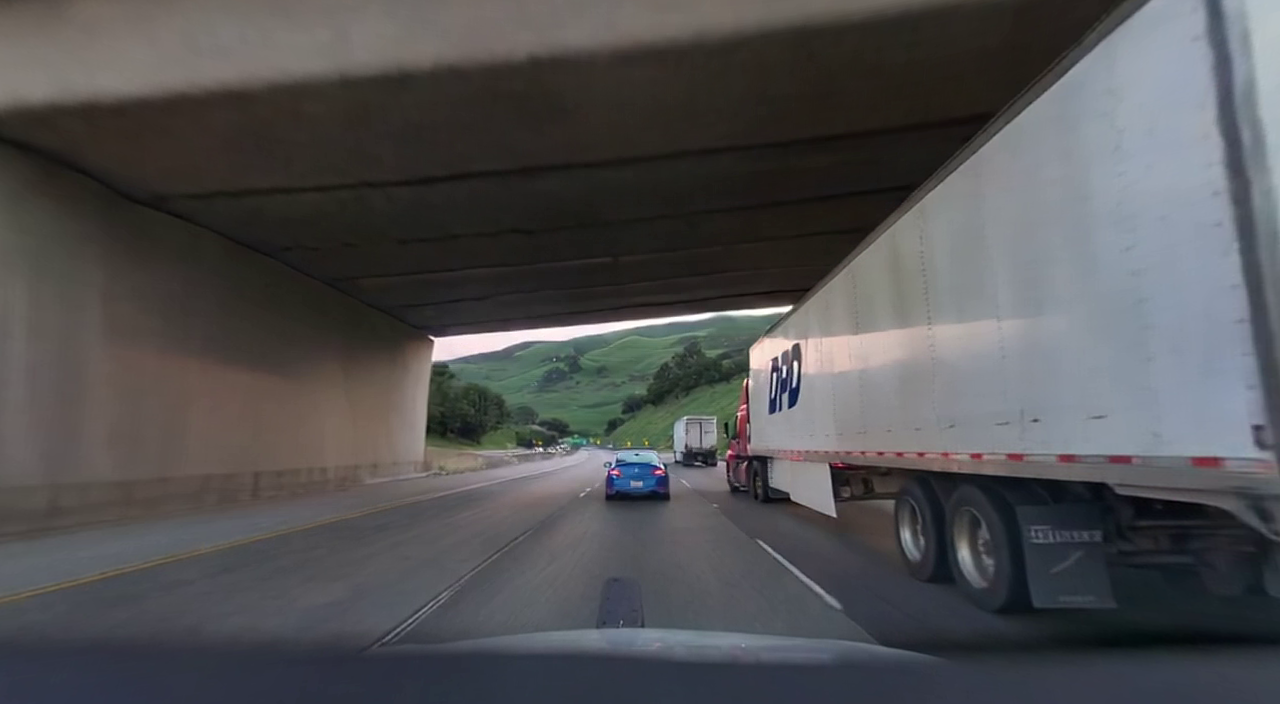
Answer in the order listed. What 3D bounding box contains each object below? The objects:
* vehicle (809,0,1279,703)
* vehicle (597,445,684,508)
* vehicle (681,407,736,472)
[{"bbox_3d":[4.161,0.268,5.847,2.802,3.956,8.291,0,-9,0],"label":"vehicle"},{"bbox_3d":[0.006,3.190,16.590,2.029,1.437,3.794,0,-9,0],"label":"vehicle"},{"bbox_3d":[4.548,6.145,43.982,2.801,4.039,8.684,0,-9,0],"label":"vehicle"}]
